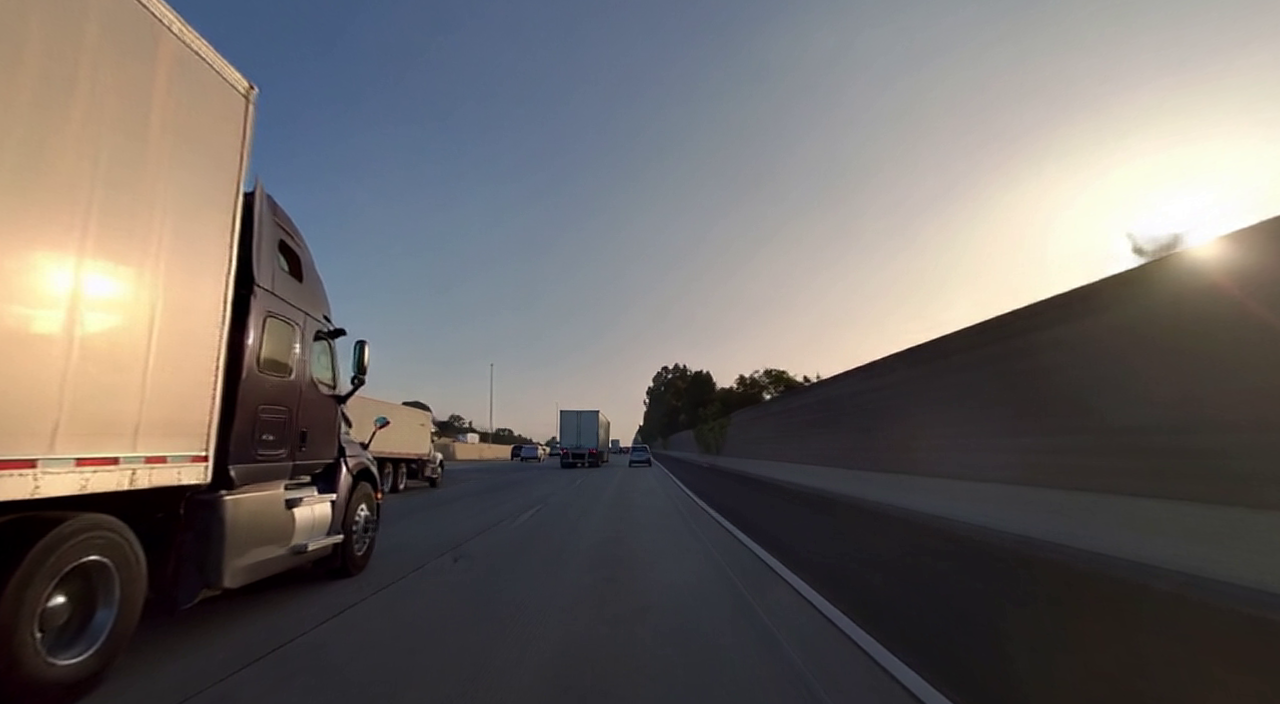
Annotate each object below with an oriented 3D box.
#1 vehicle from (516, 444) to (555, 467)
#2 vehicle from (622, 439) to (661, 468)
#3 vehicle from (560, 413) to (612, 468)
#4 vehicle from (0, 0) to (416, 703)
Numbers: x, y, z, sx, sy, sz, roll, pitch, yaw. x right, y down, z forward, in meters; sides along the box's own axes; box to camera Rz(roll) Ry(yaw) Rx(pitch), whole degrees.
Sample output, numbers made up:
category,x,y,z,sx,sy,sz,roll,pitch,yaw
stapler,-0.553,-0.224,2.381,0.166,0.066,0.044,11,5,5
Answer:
category,x,y,z,sx,sy,sz,roll,pitch,yaw
vehicle,-7.216,7.151,43.809,1.962,1.489,4.002,0,-9,1
vehicle,0.115,6.081,37.756,2.178,1.640,4.071,0,-9,1
vehicle,-3.555,6.178,43.682,2.956,3.331,9.575,0,-9,-1
vehicle,-3.662,-0.047,1.035,3.025,3.266,9.256,0,-9,1
